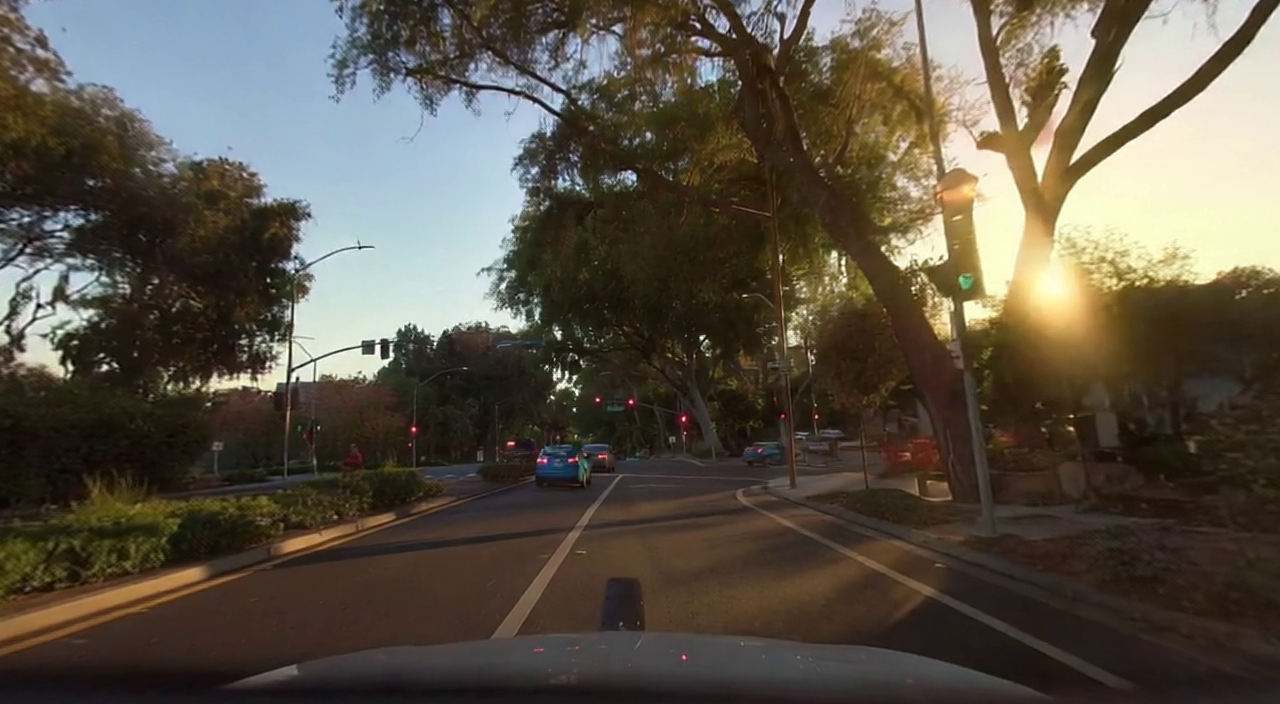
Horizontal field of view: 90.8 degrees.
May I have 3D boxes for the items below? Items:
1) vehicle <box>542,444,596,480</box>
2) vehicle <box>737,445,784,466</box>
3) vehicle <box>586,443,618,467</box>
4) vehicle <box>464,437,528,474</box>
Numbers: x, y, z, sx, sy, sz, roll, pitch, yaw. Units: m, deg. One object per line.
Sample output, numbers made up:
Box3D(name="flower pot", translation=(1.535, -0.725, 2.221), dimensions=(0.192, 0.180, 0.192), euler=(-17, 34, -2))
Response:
Box3D(name="vehicle", translation=(-3.129, 4.974, 28.762), dimensions=(1.979, 1.492, 3.930), euler=(0, -9, 0))
Box3D(name="vehicle", translation=(8.533, 7.239, 44.377), dimensions=(1.945, 1.410, 4.284), euler=(-5, -10, 28))
Box3D(name="vehicle", translation=(-2.771, 7.540, 46.453), dimensions=(2.055, 1.679, 4.155), euler=(0, -9, 1))
Box3D(name="vehicle", translation=(-8.746, 6.177, 38.033), dimensions=(2.390, 2.020, 5.085), euler=(4, -10, -28))
